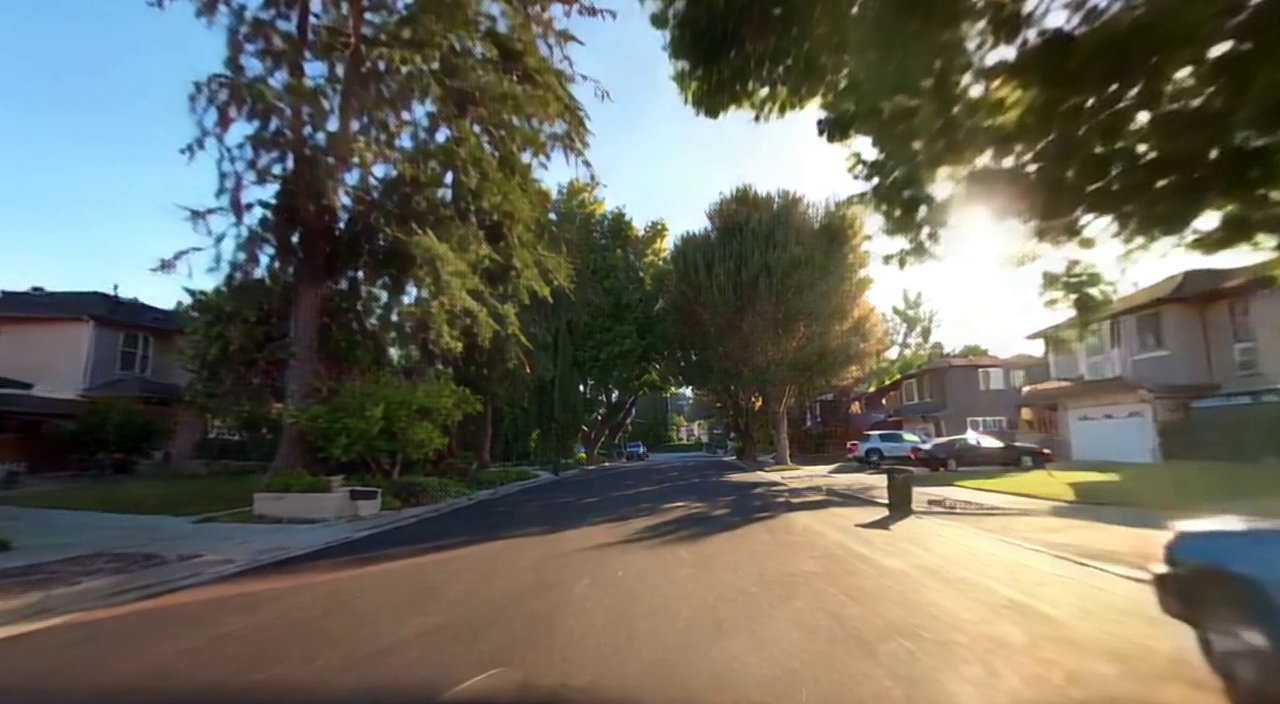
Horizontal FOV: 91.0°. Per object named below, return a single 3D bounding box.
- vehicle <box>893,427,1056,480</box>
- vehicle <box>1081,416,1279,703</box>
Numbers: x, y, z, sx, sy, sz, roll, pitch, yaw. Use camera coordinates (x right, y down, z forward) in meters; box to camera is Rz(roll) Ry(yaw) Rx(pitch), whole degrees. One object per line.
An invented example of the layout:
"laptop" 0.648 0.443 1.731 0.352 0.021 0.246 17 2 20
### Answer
"vehicle" 12.036 3.698 22.924 4.710 1.512 1.894 -5 -9 3
"vehicle" 3.654 0.880 1.676 2.006 1.494 4.211 0 -9 2
